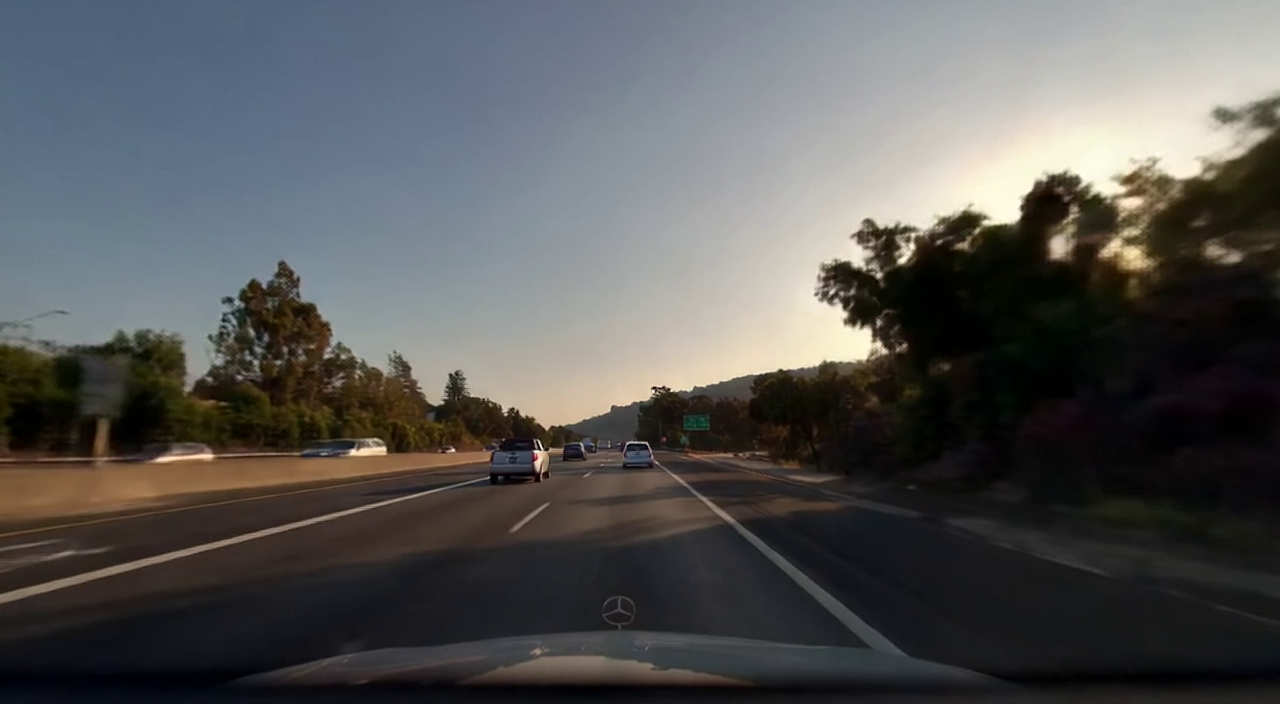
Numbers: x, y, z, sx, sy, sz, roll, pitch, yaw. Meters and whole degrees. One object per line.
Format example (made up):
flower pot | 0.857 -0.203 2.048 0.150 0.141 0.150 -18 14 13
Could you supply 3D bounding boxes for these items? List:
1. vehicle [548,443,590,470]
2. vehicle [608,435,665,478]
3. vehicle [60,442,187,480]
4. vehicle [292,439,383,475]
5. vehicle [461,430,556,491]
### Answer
vehicle | -4.248 6.284 38.387 2.084 1.528 4.094 0 -8 0
vehicle | -0.176 4.659 28.479 2.378 1.750 4.355 0 -8 -1
vehicle | -21.393 4.498 26.404 1.822 1.467 4.062 0 -8 0
vehicle | -17.060 5.917 36.020 2.321 1.854 5.620 0 -8 1
vehicle | -4.051 3.427 20.246 2.044 1.717 4.421 0 -8 1
